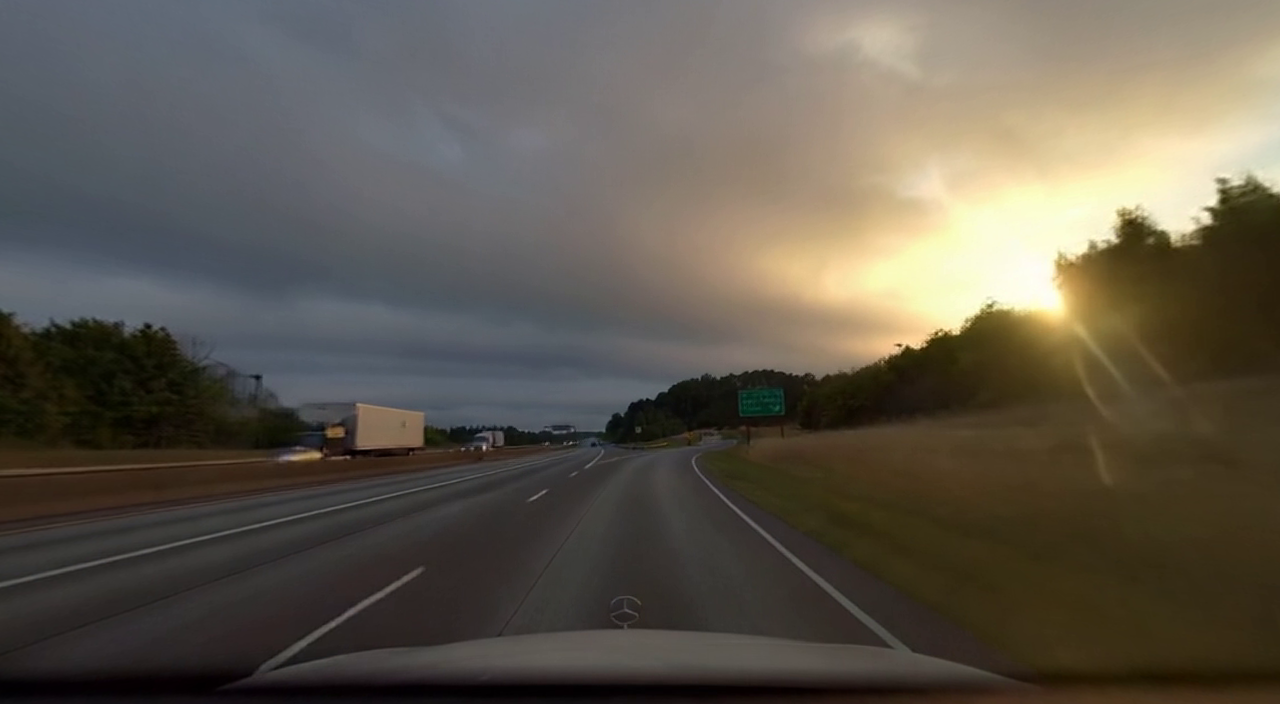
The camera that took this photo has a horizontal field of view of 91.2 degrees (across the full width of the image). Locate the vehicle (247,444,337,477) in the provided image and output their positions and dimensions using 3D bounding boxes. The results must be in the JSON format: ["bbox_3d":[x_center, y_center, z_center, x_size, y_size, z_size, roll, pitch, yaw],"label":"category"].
[{"bbox_3d":[-16.933,5.266,30.837,1.849,1.500,4.466,0,-8,0],"label":"vehicle"}]
